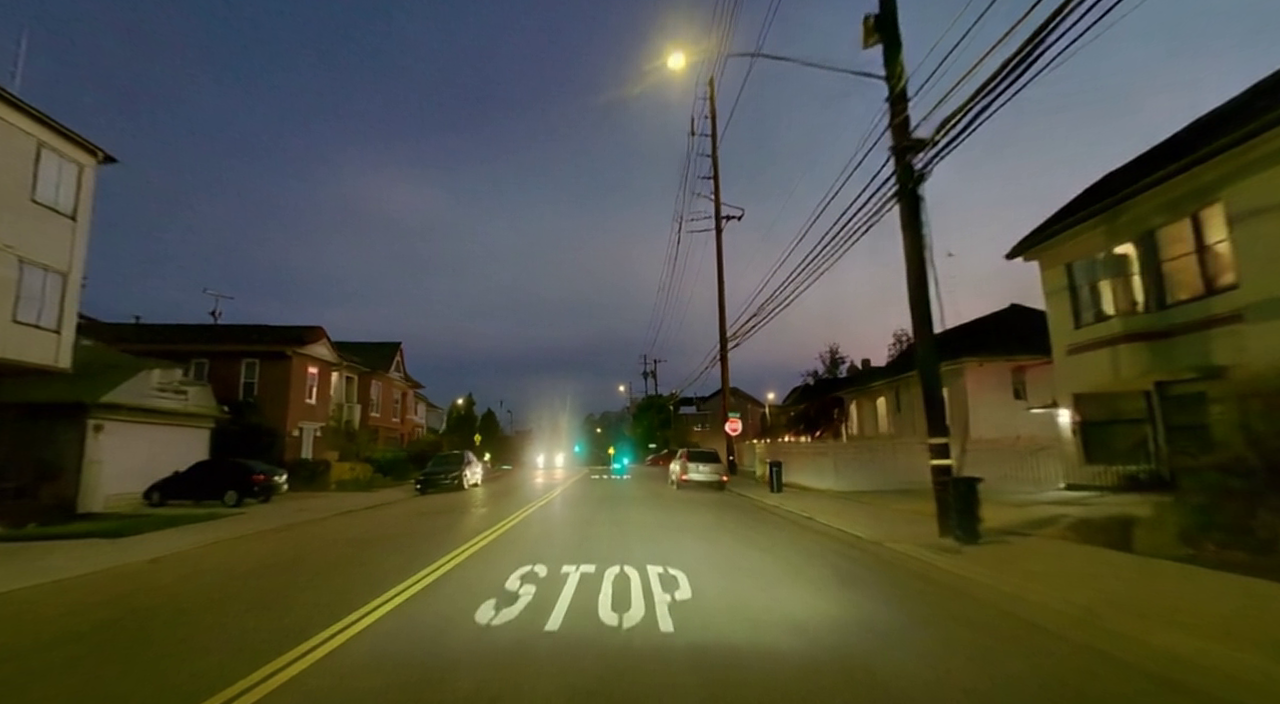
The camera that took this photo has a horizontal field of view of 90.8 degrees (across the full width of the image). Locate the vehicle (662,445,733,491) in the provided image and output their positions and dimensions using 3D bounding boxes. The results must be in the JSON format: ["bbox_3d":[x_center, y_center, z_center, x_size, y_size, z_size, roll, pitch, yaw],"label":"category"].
[{"bbox_3d":[2.044,4.263,23.646,2.080,1.531,4.415,0,-9,-2],"label":"vehicle"}]

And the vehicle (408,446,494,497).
[{"bbox_3d":[-7.661,4.851,26.127,2.156,1.728,4.619,-2,-7,0],"label":"vehicle"}]

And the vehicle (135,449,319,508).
[{"bbox_3d":[-12.612,3.868,19.551,4.266,1.674,1.933,0,-9,-3],"label":"vehicle"}]
